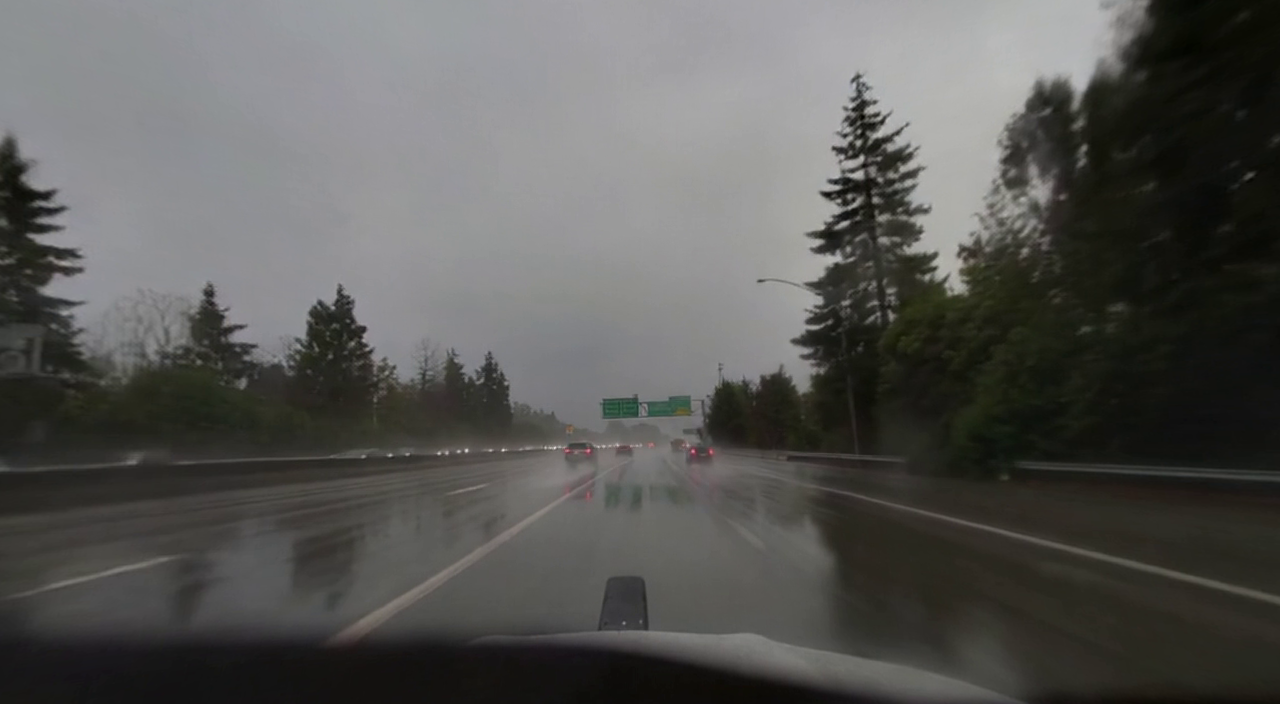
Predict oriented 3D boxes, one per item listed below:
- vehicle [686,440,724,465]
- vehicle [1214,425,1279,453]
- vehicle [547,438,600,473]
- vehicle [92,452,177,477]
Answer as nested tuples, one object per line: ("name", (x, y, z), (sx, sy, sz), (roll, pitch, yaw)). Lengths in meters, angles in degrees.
("vehicle", (4.611, 7.190, 45.171), (2.229, 1.704, 4.392), (0, -8, 0))
("vehicle", (36.949, 5.155, 37.315), (4.052, 1.601, 1.838), (0, -9, -1))
("vehicle", (-3.431, 5.444, 33.447), (2.196, 1.733, 4.355), (0, -8, 2))
("vehicle", (-31.557, 6.995, 39.515), (1.764, 1.427, 4.243), (0, -8, 1))
